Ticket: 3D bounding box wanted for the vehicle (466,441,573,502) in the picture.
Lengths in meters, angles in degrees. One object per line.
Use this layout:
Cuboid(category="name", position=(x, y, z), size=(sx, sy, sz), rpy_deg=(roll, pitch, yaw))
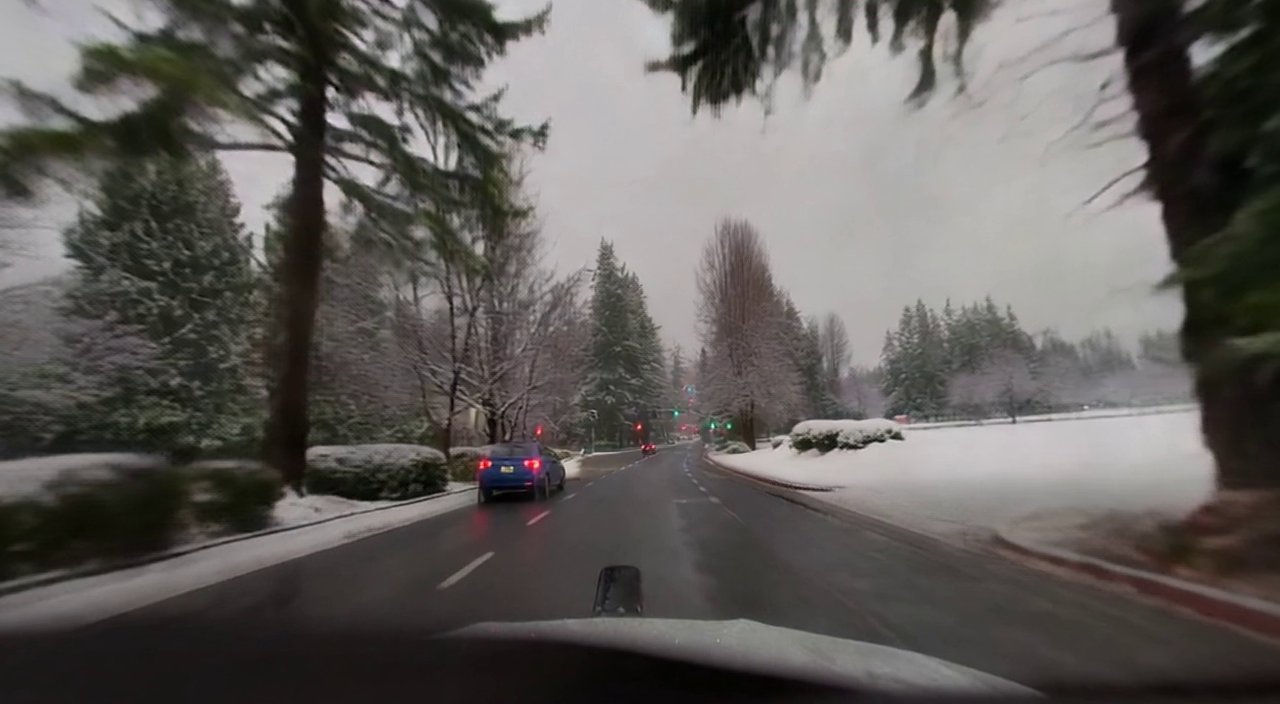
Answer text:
Cuboid(category="vehicle", position=(-3.283, 3.368, 18.230), size=(2.038, 1.486, 4.678), rpy_deg=(-1, -9, 2))
